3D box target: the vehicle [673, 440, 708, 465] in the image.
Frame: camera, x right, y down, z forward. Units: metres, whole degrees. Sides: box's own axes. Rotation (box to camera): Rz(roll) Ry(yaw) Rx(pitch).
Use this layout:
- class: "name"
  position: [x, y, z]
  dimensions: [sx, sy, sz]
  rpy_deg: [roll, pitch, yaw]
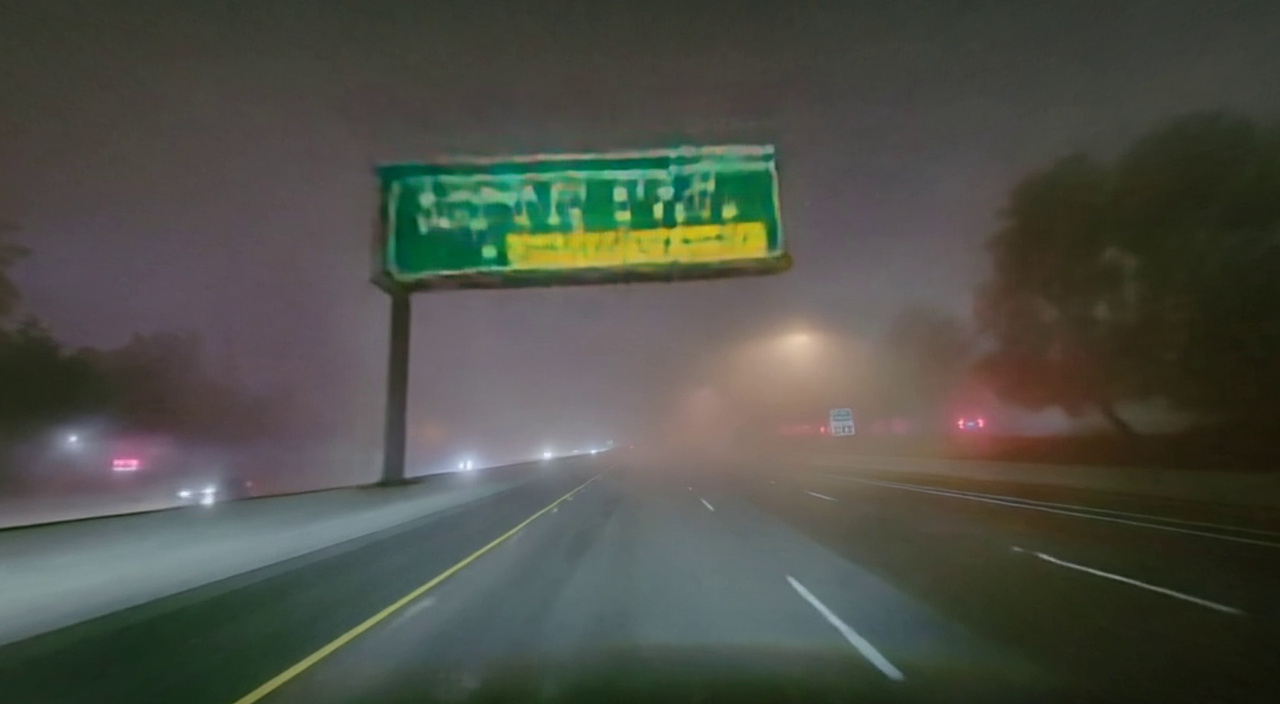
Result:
- class: "vehicle"
  position: [3.713, 7.458, 47.076]
  dimensions: [2.099, 1.748, 4.331]
  rpy_deg: [0, -8, -1]

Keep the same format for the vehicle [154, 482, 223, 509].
- class: "vehicle"
  position: [-32.733, 10.397, 45.873]
  dimensions: [1.843, 1.550, 4.537]
  rpy_deg: [0, -8, -3]
